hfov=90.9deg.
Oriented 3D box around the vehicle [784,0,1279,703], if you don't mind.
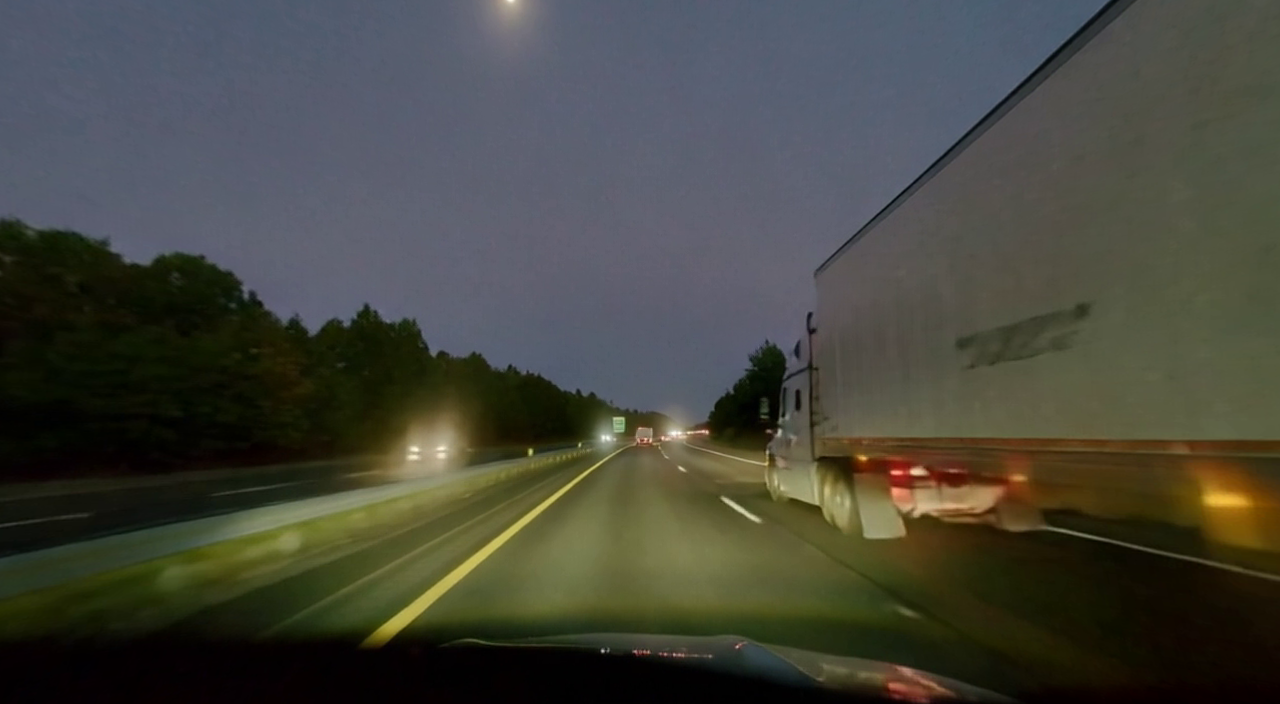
[{"bbox_3d":[4.368,-0.077,4.610,2.951,4.007,13.976,0,-7,-2],"label":"vehicle"}]
